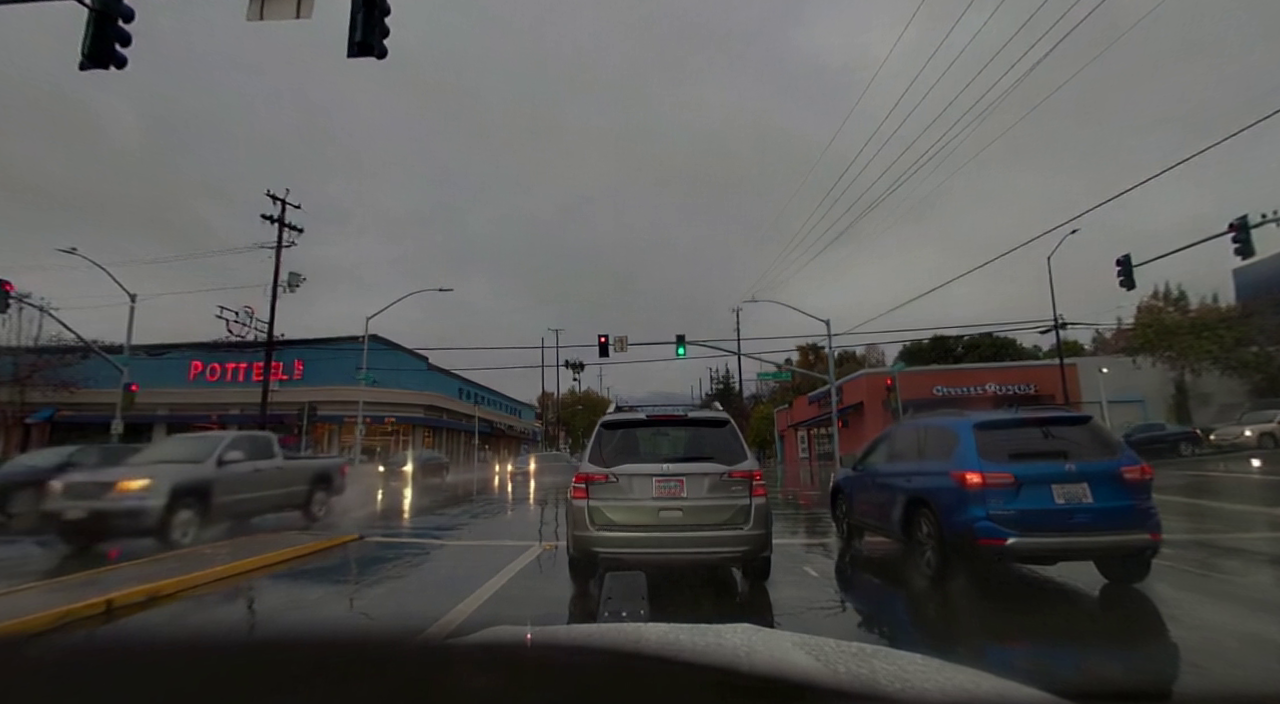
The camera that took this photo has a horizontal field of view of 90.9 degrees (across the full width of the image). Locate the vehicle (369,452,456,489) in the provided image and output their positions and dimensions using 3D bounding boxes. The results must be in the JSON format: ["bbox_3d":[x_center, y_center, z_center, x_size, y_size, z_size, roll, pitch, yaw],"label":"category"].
[{"bbox_3d":[-10.456,5.454,29.428,1.958,1.493,4.795,-1,-8,5],"label":"vehicle"}]

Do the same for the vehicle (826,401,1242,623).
[{"bbox_3d":[3.606,1.519,6.953,1.976,1.664,4.189,-1,-8,2],"label":"vehicle"}]

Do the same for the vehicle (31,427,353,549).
[{"bbox_3d":[-7.772,2.383,11.863,2.176,1.766,5.042,-1,-8,3],"label":"vehicle"}]

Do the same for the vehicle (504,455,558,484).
[{"bbox_3d":[-6.110,6.618,35.876,1.924,1.453,4.343,-1,-8,5],"label":"vehicle"}]

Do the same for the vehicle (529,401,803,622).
[{"bbox_3d":[0.252,1.506,6.822,2.098,1.682,3.778,0,-8,2],"label":"vehicle"}]
